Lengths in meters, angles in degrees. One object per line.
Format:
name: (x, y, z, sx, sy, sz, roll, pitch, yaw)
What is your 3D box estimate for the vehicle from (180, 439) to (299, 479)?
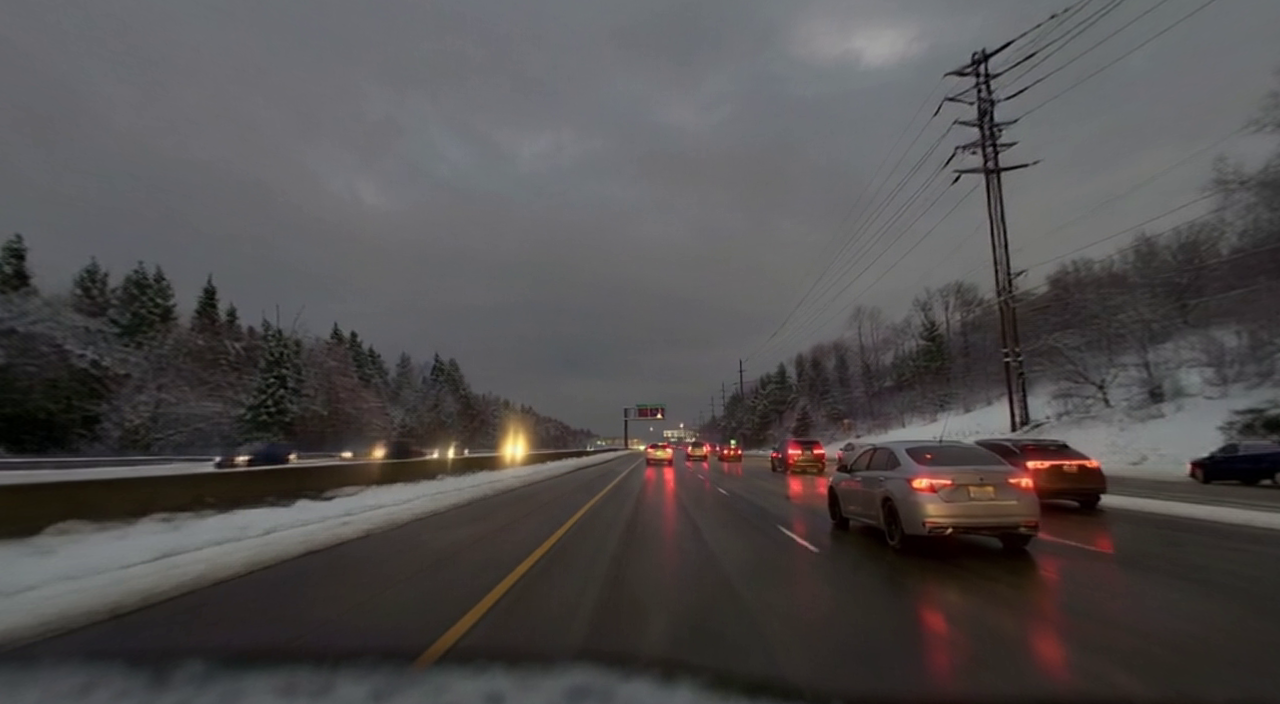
vehicle: (-16.931, 4.530, 26.995, 1.870, 1.544, 4.636, 0, -8, 2)

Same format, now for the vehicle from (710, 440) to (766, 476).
vehicle: (4.350, 4.760, 28.571, 1.936, 1.465, 4.060, 0, -8, 0)

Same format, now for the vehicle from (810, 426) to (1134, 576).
vehicle: (3.921, 1.817, 8.572, 1.986, 1.478, 4.429, 0, -8, 0)

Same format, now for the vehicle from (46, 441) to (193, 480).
vehicle: (-21.241, 4.432, 26.069, 1.923, 1.464, 4.740, 0, -8, 2)

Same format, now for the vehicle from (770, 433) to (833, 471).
vehicle: (8.207, 5.148, 32.549, 2.041, 1.821, 4.562, 0, -8, 0)

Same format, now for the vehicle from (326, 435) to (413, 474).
vehicle: (-12.902, 4.921, 30.412, 1.958, 1.720, 4.610, 0, -8, 2)

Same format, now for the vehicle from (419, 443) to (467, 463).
vehicle: (-15.523, 7.977, 49.986, 2.041, 1.480, 4.759, -1, -8, 3)

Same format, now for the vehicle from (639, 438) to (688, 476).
vehicle: (1.015, 4.687, 28.324, 2.042, 1.581, 3.769, 0, -8, 1)
